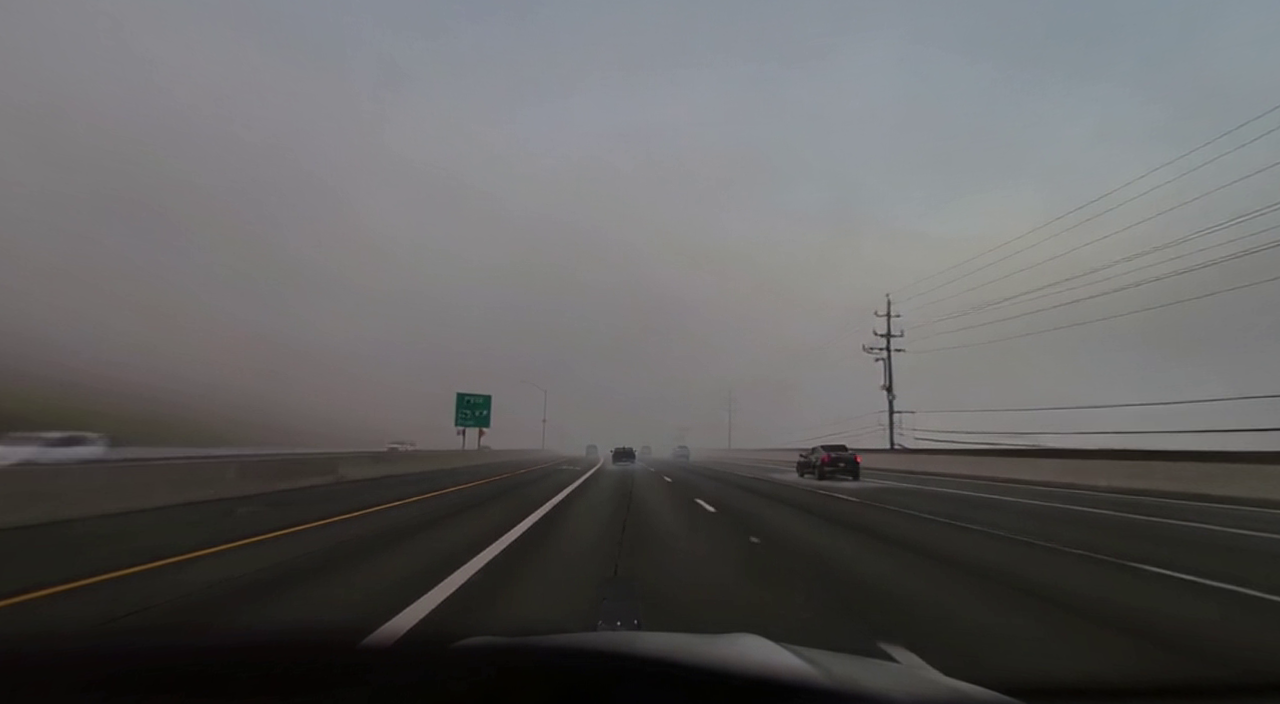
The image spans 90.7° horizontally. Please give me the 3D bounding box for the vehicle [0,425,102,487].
[{"bbox_3d":[-20.453,3.284,20.058,2.115,1.861,5.374,0,-9,-2],"label":"vehicle"}]

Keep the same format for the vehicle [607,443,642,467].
[{"bbox_3d":[-1.059,6.787,41.706,2.109,1.489,4.027,1,-9,-4],"label":"vehicle"}]

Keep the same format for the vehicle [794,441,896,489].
[{"bbox_3d":[6.767,3.770,21.438,1.876,1.451,4.154,0,-9,-3],"label":"vehicle"}]
